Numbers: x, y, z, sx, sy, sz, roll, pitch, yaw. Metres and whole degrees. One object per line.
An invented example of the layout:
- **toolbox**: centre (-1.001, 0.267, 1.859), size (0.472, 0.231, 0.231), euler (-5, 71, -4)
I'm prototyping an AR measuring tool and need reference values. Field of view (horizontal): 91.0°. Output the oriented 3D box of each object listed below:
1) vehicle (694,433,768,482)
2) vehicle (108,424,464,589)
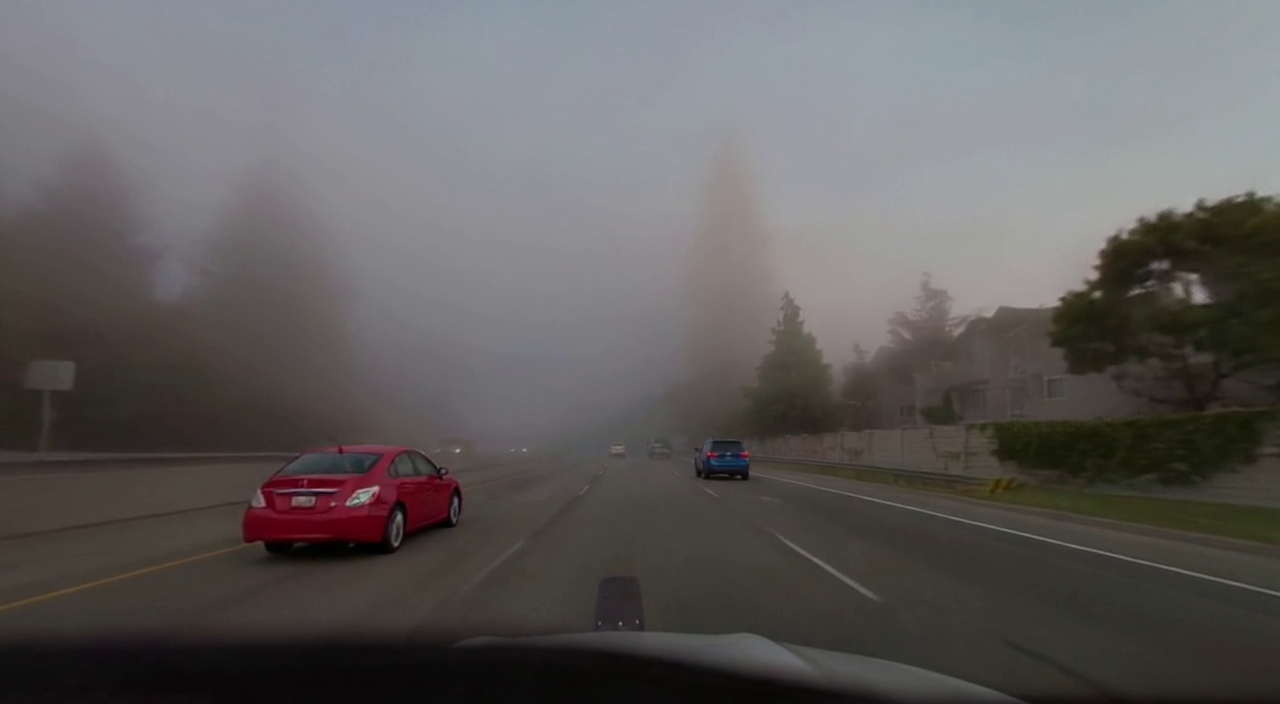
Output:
- **vehicle**: centre (3.369, 4.036, 24.284), size (2.092, 1.686, 4.188), euler (0, -9, -2)
- **vehicle**: centre (-3.927, 1.775, 8.139), size (2.036, 1.528, 4.400), euler (0, -9, 0)
